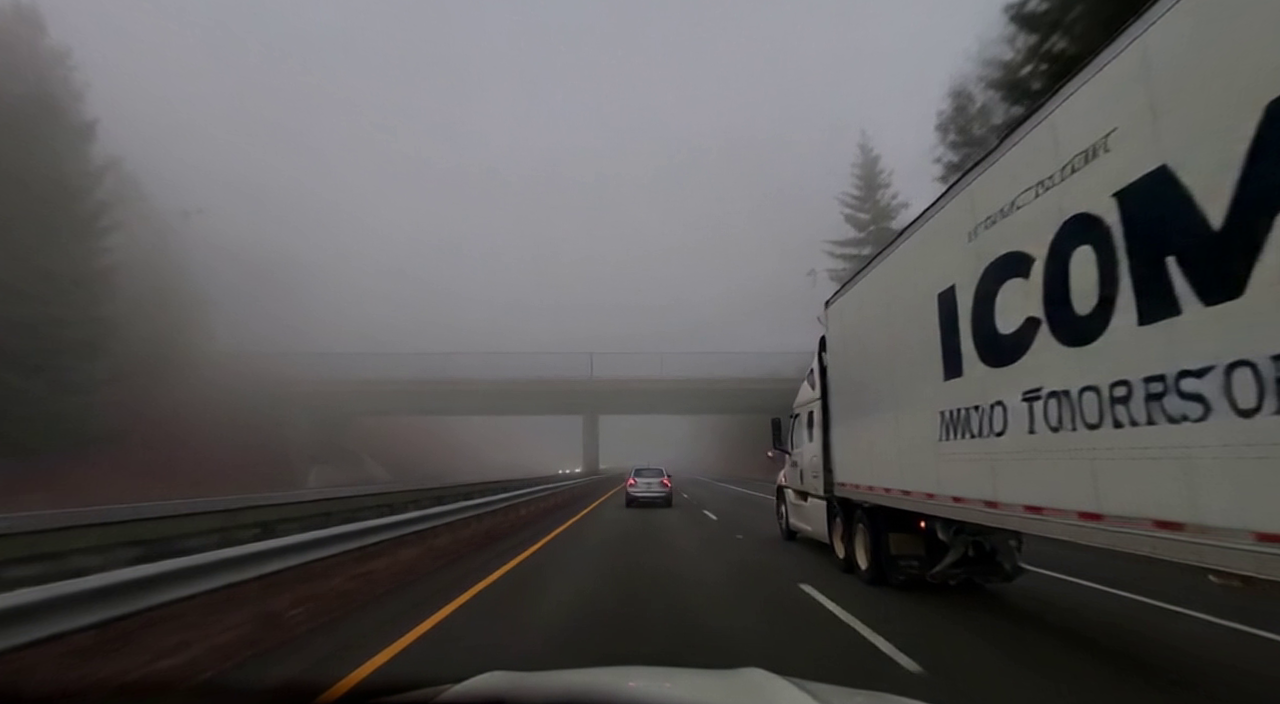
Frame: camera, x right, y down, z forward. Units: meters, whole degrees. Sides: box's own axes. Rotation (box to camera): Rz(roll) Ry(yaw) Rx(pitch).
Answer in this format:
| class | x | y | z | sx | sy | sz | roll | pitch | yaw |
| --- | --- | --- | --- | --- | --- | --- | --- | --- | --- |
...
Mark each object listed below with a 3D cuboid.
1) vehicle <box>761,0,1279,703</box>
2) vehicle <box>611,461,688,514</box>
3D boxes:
| class | x | y | z | sx | sy | sz | roll | pitch | yaw |
| --- | --- | --- | --- | --- | --- | --- | --- | --- | --- |
| vehicle | 4.436 | 0.782 | 6.889 | 2.964 | 4.188 | 16.587 | 1 | -10 | 0 |
| vehicle | 0.305 | 4.190 | 19.688 | 2.156 | 1.444 | 3.762 | 1 | -10 | 1 |
